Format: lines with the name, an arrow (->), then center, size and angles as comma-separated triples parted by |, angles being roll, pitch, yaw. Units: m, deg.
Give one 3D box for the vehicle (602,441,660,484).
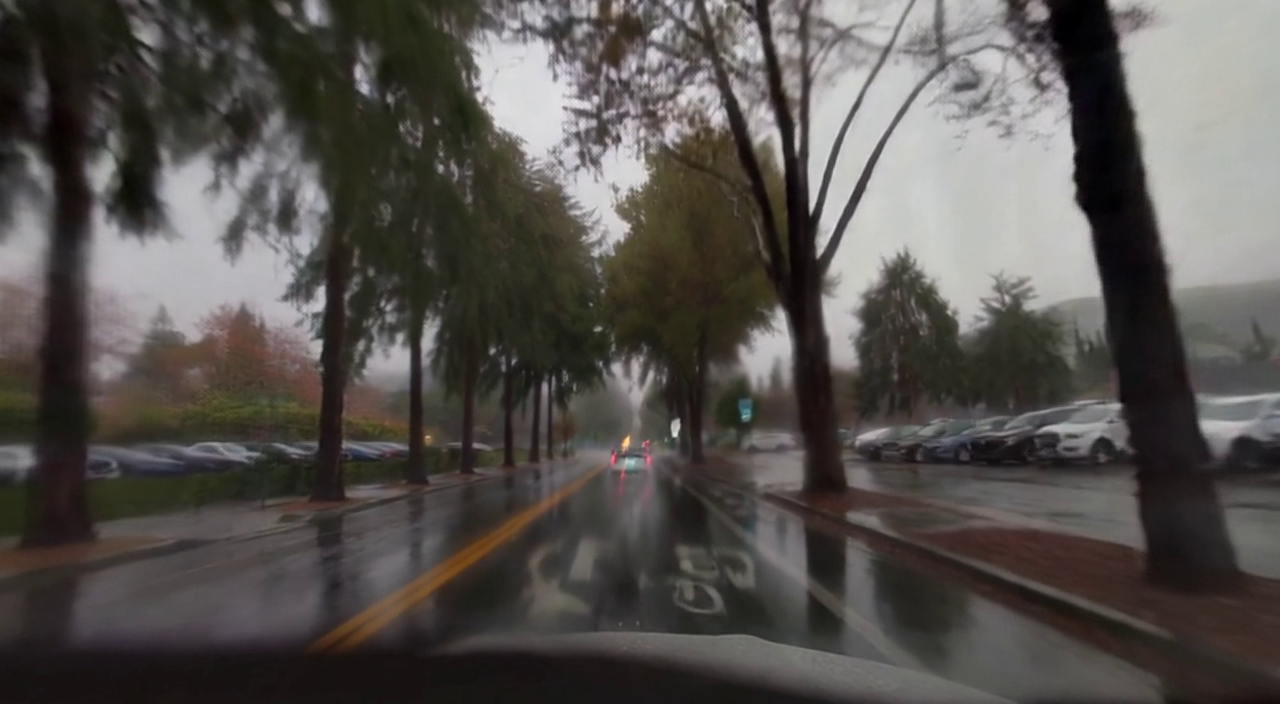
vehicle -> -0.358, 4.462, 25.807 | 2.152, 1.574, 4.223 | -1, -8, -1
